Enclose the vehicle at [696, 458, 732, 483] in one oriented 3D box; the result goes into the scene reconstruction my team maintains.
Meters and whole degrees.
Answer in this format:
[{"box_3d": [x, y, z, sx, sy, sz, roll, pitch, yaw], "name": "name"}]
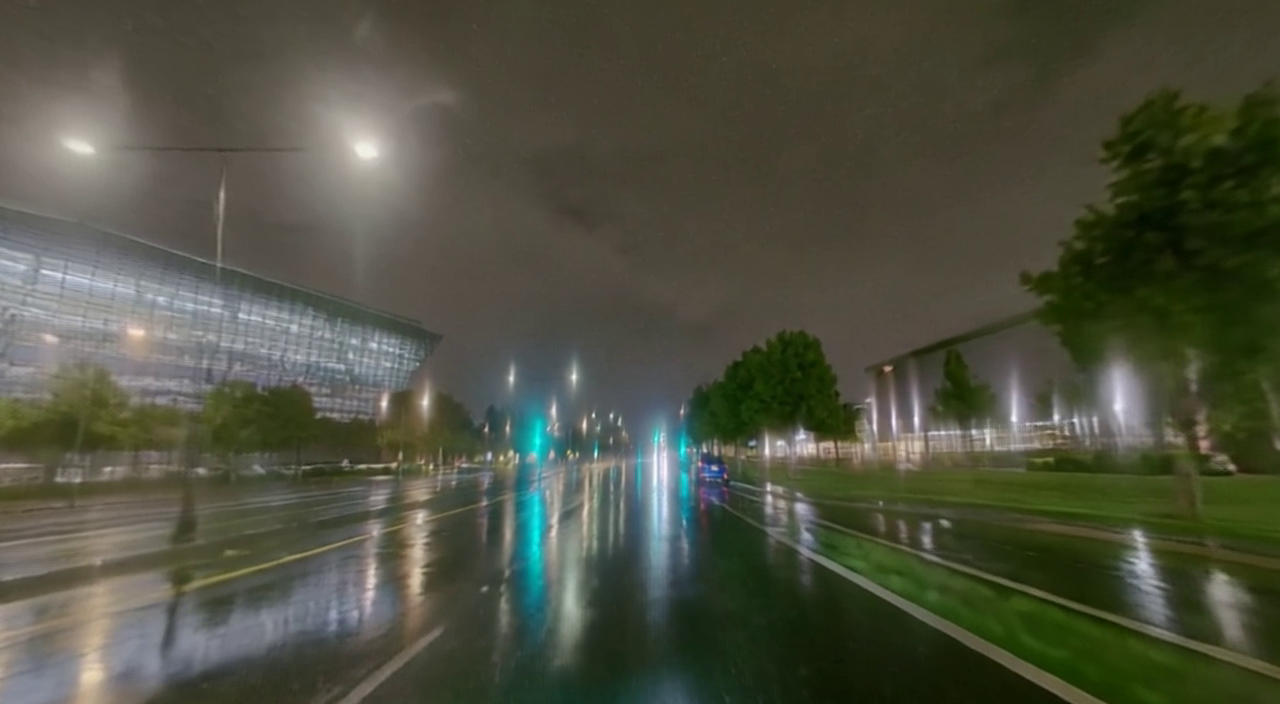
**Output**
[{"box_3d": [4.959, 7.982, 42.819, 1.909, 1.503, 4.368, 0, -8, 0], "name": "vehicle"}]
